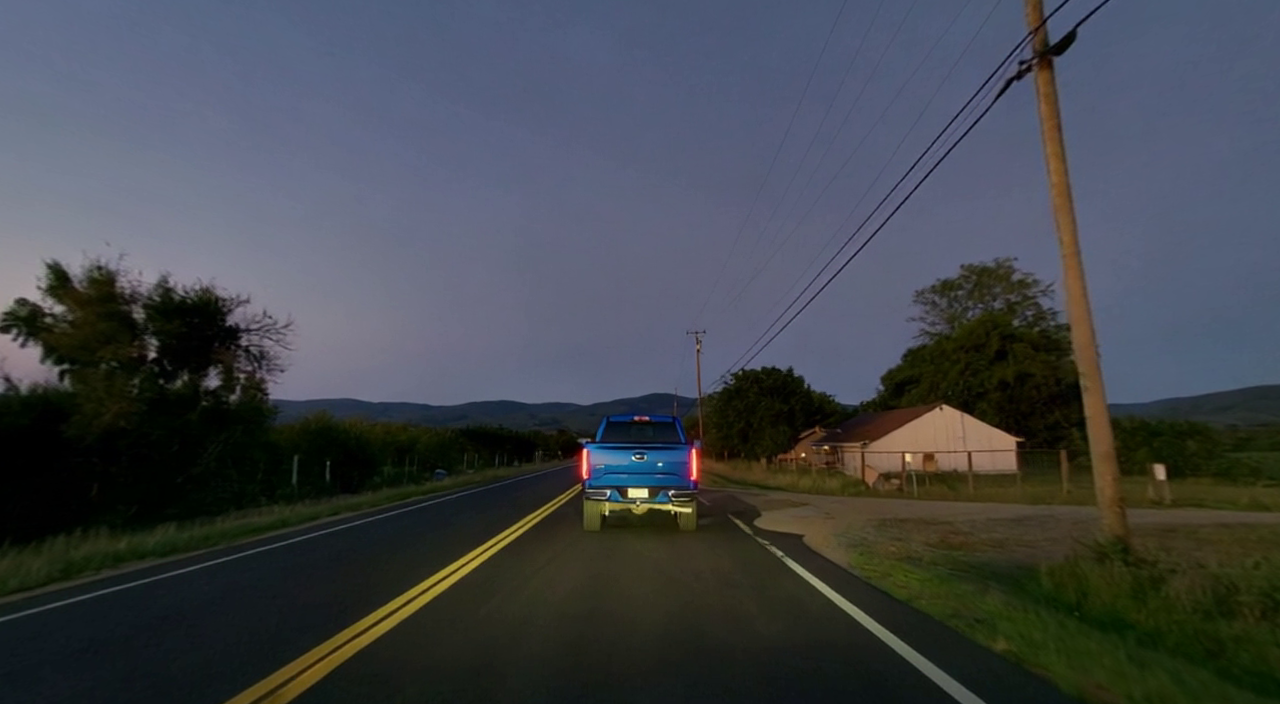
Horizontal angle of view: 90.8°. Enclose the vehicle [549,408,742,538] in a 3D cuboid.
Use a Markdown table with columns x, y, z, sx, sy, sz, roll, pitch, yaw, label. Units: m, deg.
| x | y | z | sx | sy | sz | roll | pitch | yaw | label |
| --- | --- | --- | --- | --- | --- | --- | --- | --- | --- |
| 0.039 | 2.185 | 12.131 | 2.774 | 1.861 | 5.885 | 0 | -8 | -1 | vehicle |
